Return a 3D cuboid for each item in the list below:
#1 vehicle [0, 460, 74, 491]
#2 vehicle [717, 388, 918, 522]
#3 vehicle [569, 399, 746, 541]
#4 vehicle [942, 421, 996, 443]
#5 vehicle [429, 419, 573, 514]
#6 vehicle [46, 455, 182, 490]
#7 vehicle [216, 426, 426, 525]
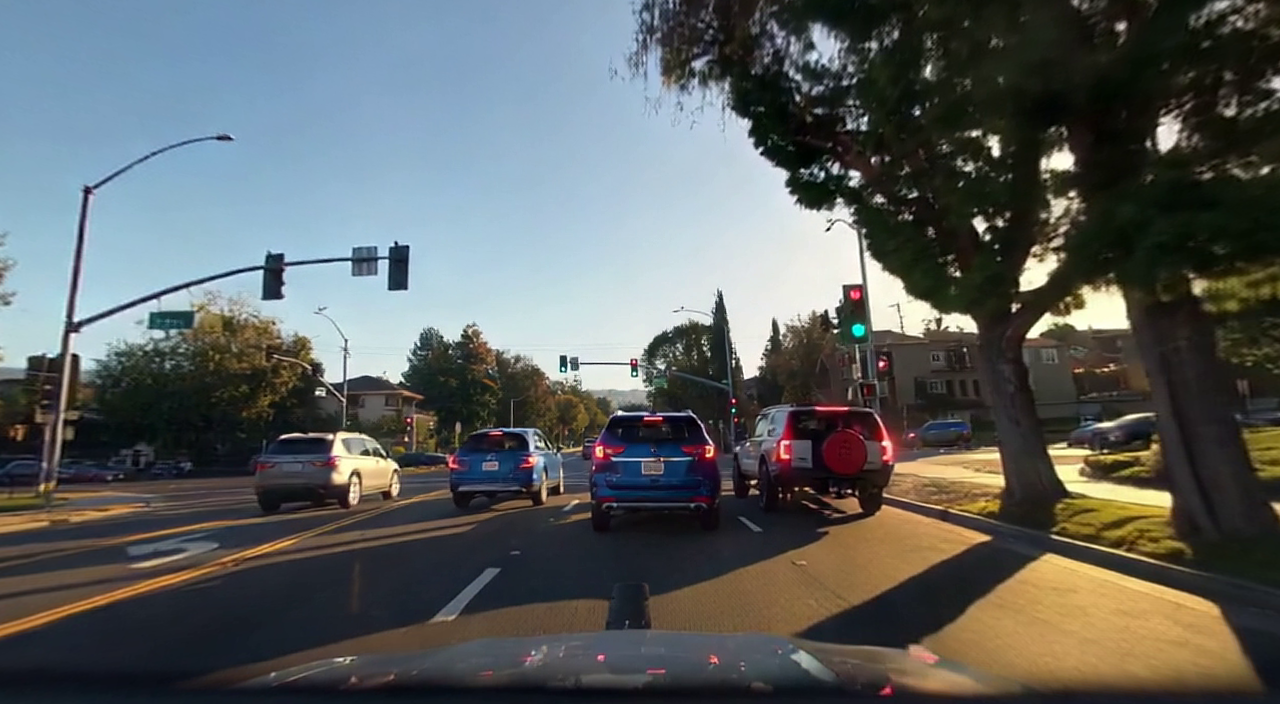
[{"bbox_3d":[-32.087,6.266,32.095,4.554,1.449,1.949,-1,-8,0],"label":"vehicle"},{"bbox_3d":[3.118,2.021,12.730,2.338,2.063,5.672,0,-8,0],"label":"vehicle"},{"bbox_3d":[0.202,1.801,10.169,2.235,1.778,4.178,0,-8,0],"label":"vehicle"},{"bbox_3d":[23.729,5.825,45.621,1.830,1.516,3.943,-1,-8,1],"label":"vehicle"},{"bbox_3d":[-2.735,2.388,13.608,2.058,1.659,4.514,-1,-8,0],"label":"vehicle"},{"bbox_3d":[-24.004,5.502,28.882,4.383,1.456,1.999,0,-8,-1],"label":"vehicle"},{"bbox_3d":[-6.236,2.451,13.099,2.052,1.664,4.476,0,-8,-1],"label":"vehicle"}]
